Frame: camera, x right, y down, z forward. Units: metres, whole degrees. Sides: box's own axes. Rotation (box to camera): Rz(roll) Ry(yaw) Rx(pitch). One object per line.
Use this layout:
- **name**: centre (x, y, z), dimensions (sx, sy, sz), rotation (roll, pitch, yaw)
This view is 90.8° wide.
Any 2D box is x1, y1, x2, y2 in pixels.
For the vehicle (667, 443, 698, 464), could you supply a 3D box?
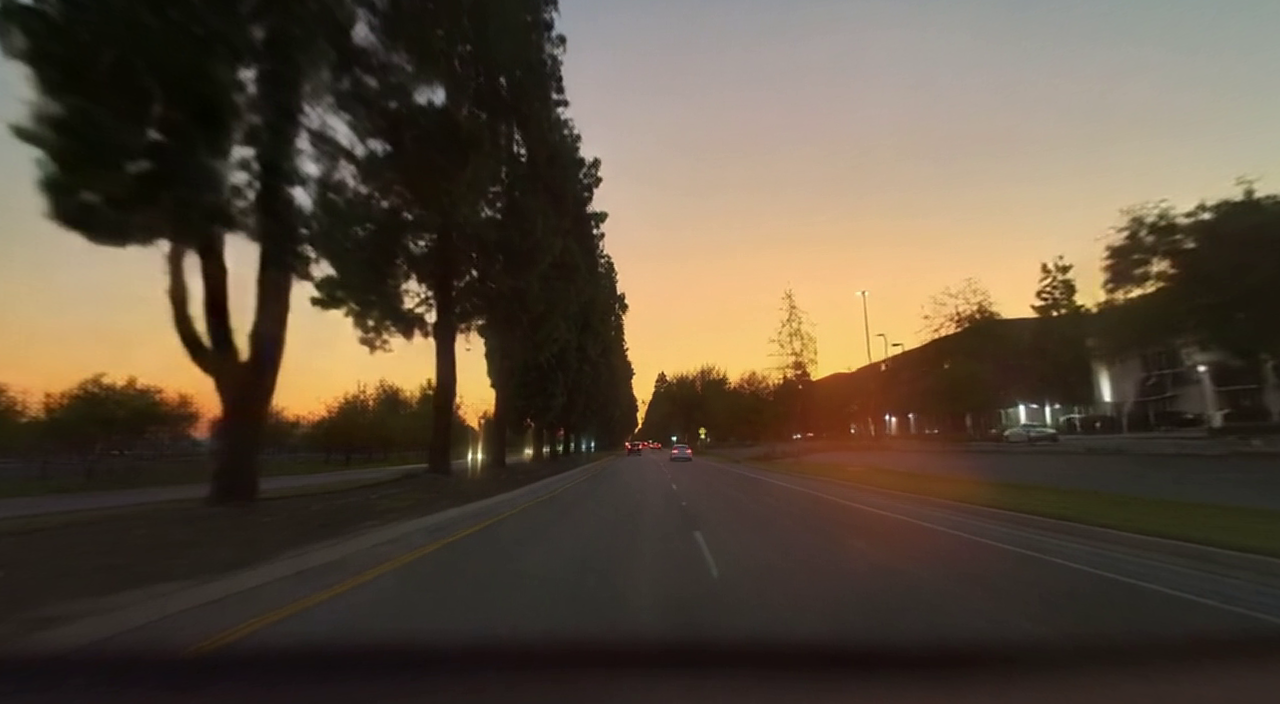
- **vehicle**: centre (3.146, 7.667, 47.747), dimensions (1.925, 1.488, 4.271), rotation (0, -8, -1)
